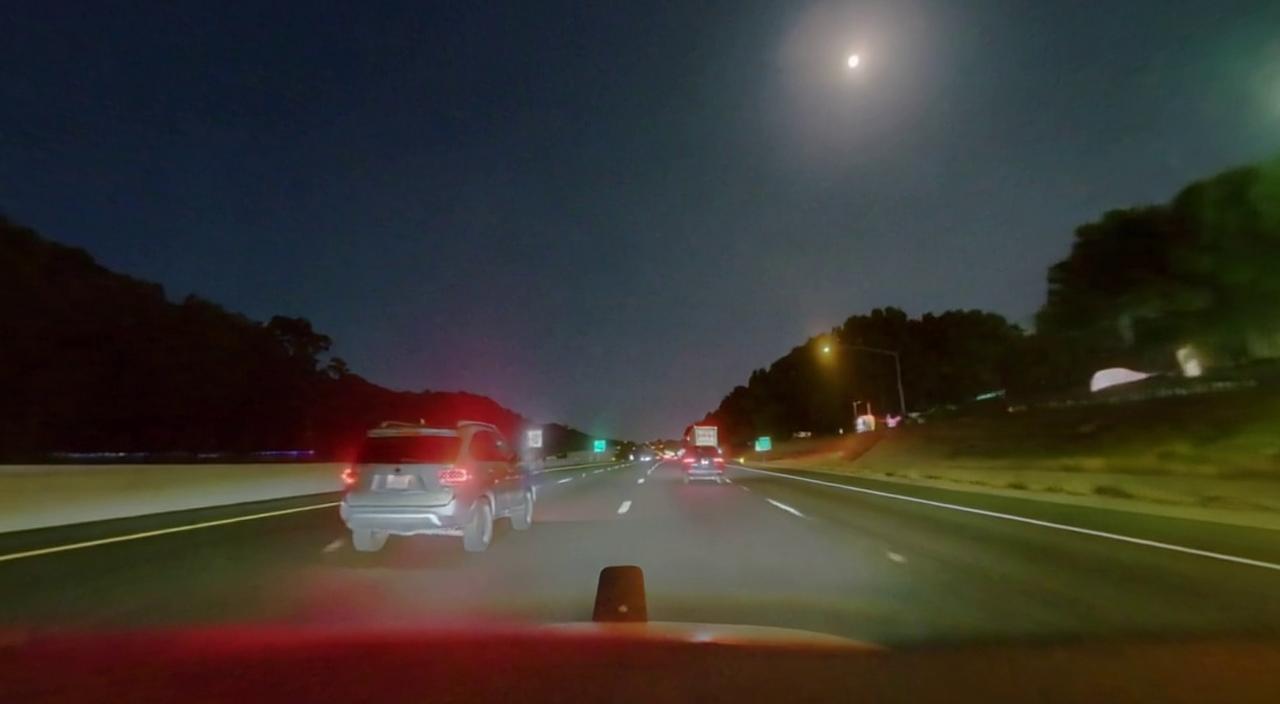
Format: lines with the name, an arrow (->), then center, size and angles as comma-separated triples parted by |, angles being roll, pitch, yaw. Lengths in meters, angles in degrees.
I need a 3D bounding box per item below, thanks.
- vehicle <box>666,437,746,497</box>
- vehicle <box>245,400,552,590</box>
vehicle -> 1.977, 3.641, 20.310 | 2.087, 1.682, 4.388 | 0, -9, 0
vehicle -> -2.651, 1.737, 8.433 | 2.139, 1.804, 4.611 | -1, -9, 2
